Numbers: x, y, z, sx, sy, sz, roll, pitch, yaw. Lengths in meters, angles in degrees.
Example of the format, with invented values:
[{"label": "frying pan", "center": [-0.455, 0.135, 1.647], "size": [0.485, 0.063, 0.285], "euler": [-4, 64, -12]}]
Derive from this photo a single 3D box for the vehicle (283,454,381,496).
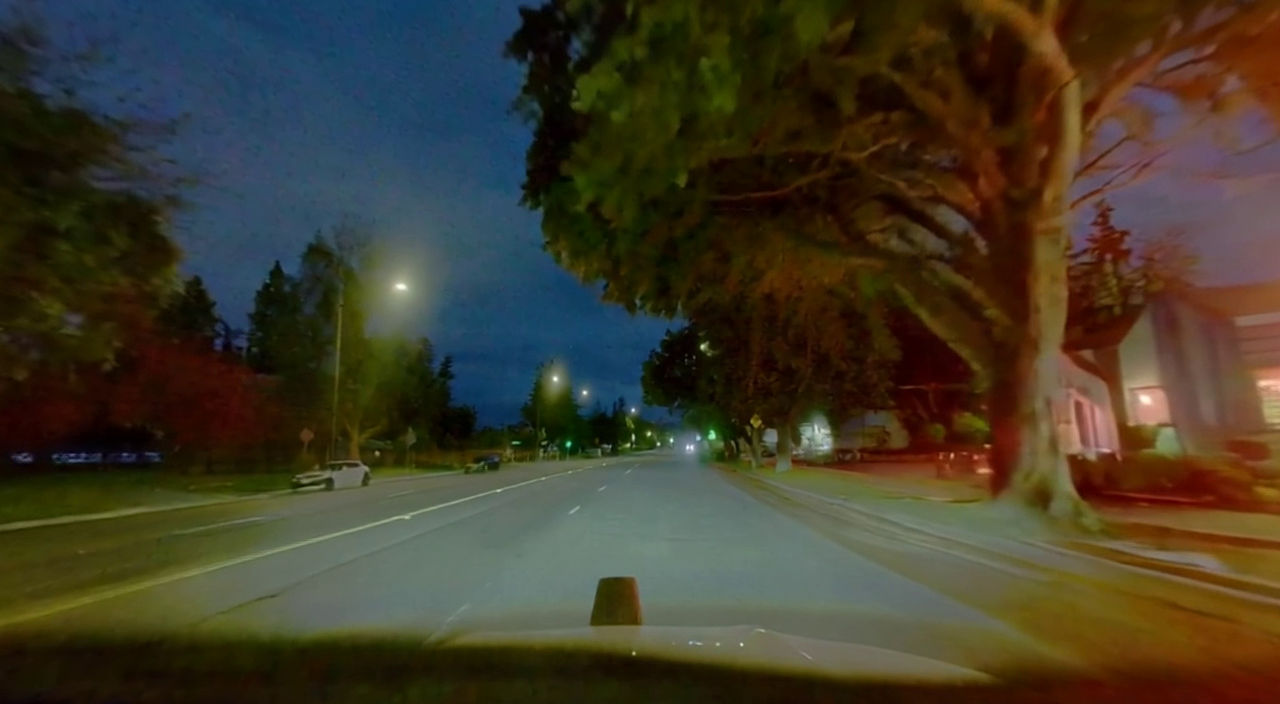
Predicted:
[{"label": "vehicle", "center": [-12.995, 5.172, 26.995], "size": [1.859, 1.496, 4.390], "euler": [-4, -9, 2]}]
